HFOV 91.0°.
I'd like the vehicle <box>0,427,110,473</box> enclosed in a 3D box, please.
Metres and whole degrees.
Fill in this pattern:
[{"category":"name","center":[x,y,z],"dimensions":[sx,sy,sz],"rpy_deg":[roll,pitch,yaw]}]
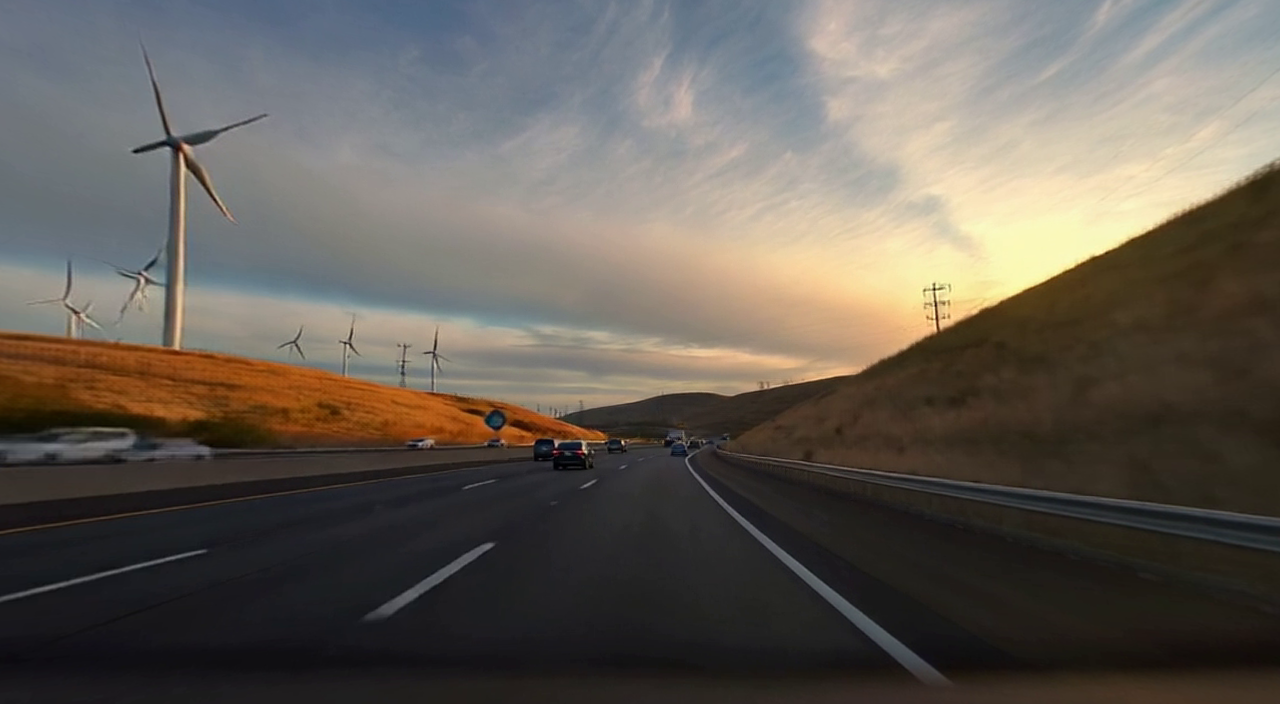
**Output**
[{"category":"vehicle","center":[-27.891,4.451,28.685],"dimensions":[2.221,1.888,5.929],"rpy_deg":[0,-9,2]}]

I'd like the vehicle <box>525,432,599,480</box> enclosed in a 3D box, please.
[{"category":"vehicle","center":[-2.950,4.050,24.823],"dimensions":[2.118,1.702,4.355],"rpy_deg":[0,-9,3]}]

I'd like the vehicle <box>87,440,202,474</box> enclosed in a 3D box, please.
[{"category":"vehicle","center":[-23.946,5.088,30.685],"dimensions":[1.912,1.493,4.389],"rpy_deg":[0,-9,3]}]
